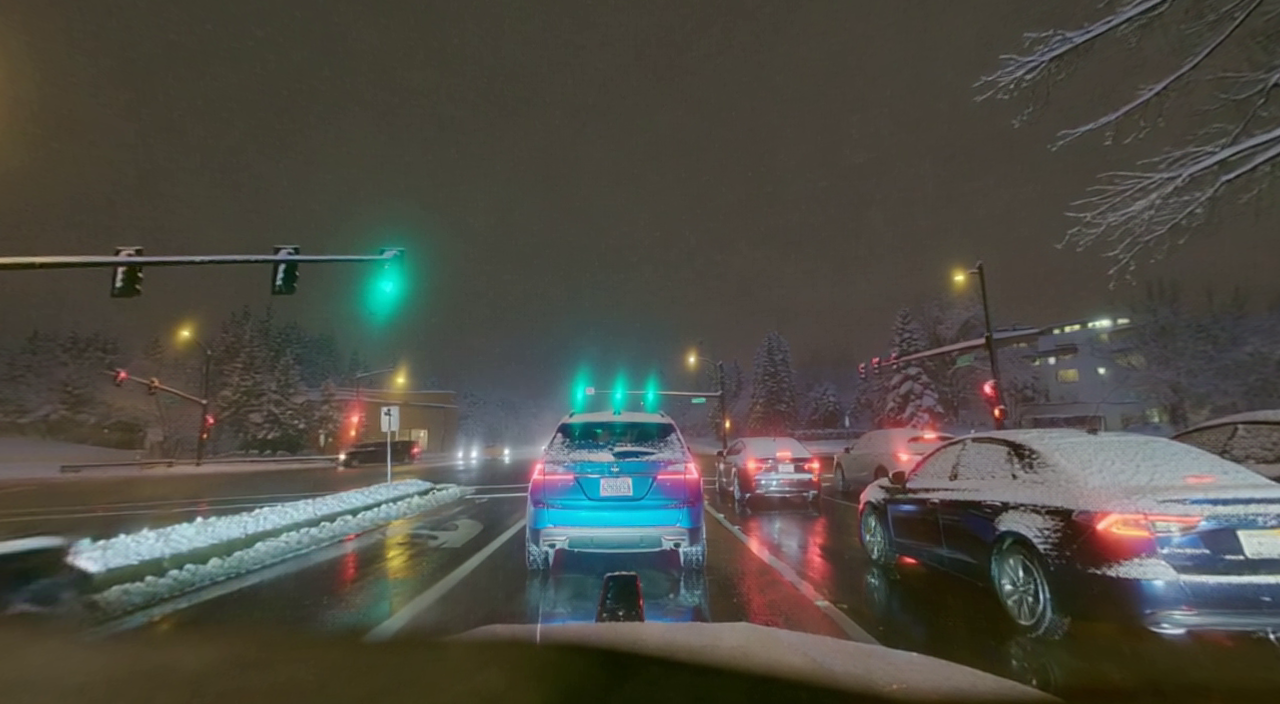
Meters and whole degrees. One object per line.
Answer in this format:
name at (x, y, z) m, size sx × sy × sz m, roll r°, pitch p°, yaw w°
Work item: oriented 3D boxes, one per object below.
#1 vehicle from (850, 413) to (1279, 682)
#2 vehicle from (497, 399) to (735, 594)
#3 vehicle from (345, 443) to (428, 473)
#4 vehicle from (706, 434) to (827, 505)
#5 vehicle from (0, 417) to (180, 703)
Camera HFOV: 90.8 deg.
vehicle at (3.612, 1.397, 5.693) m, size 1.861 × 1.478 × 4.185 m, roll 0°, pitch -8°, yaw -2°
vehicle at (-0.274, 1.560, 7.625) m, size 2.101 × 1.707 × 3.904 m, roll 0°, pitch -8°, yaw -2°
vehicle at (-16.170, 6.714, 40.263) m, size 4.972 × 1.794 × 2.186 m, roll -5°, pitch -10°, yaw 29°
vehicle at (2.960, 2.856, 15.770) m, size 1.950 × 1.506 × 4.086 m, roll 0°, pitch -8°, yaw -3°
vehicle at (-3.680, 0.816, 1.333) m, size 2.063 × 1.454 × 4.553 m, roll 0°, pitch -8°, yaw -2°
